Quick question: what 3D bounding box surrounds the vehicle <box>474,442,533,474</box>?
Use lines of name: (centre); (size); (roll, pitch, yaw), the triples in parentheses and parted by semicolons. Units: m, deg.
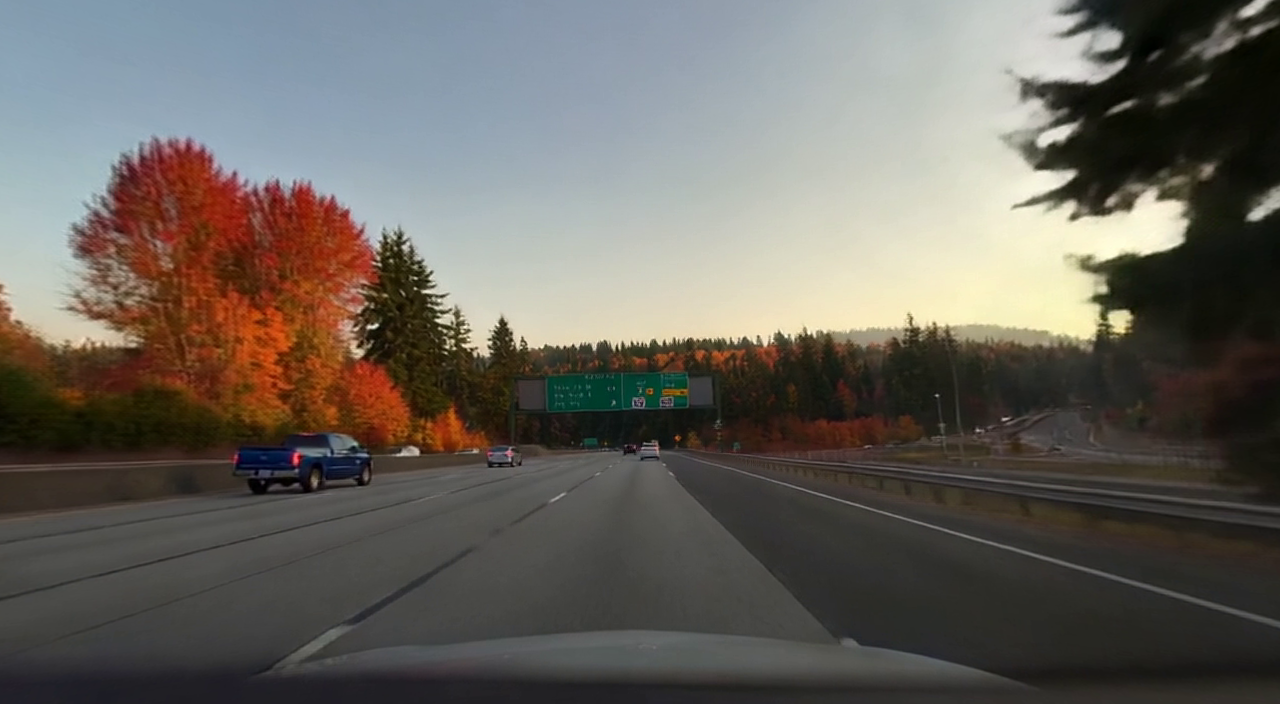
vehicle: (-6.719, 5.239, 31.444); (1.919, 1.499, 4.234); (0, -8, 1)

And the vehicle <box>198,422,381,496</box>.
vehicle: (-10.740, 3.332, 20.087); (2.347, 1.984, 5.778); (-1, -8, 2)

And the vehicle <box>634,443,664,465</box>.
vehicle: (0.663, 7.221, 44.942); (1.984, 1.471, 4.202); (-1, -8, 1)
